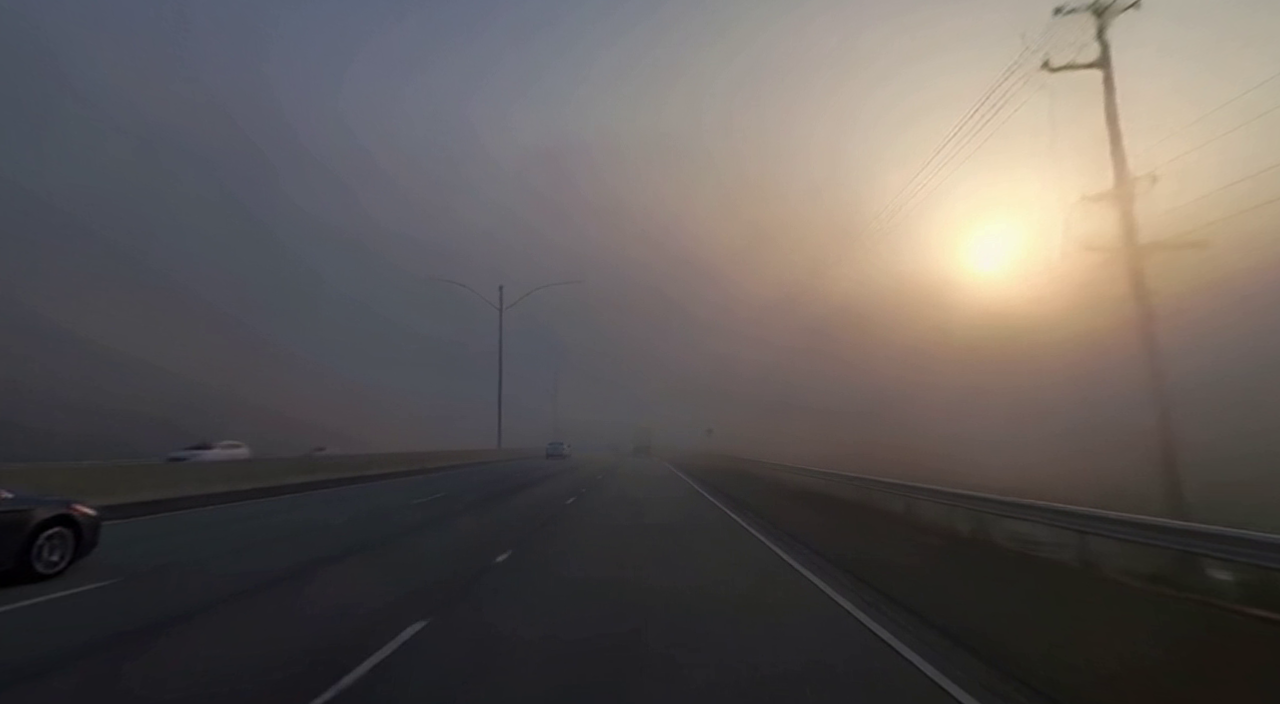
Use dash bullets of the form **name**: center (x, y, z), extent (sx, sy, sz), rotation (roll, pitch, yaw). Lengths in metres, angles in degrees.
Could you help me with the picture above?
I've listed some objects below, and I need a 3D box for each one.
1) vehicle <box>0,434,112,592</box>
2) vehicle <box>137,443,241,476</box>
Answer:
- **vehicle**: center (-7.076, 1.350, 4.787), extent (1.971, 1.490, 4.790), rotation (0, -8, 0)
- **vehicle**: center (-22.651, 5.386, 31.929), extent (1.927, 1.553, 4.552), rotation (0, -8, 0)
